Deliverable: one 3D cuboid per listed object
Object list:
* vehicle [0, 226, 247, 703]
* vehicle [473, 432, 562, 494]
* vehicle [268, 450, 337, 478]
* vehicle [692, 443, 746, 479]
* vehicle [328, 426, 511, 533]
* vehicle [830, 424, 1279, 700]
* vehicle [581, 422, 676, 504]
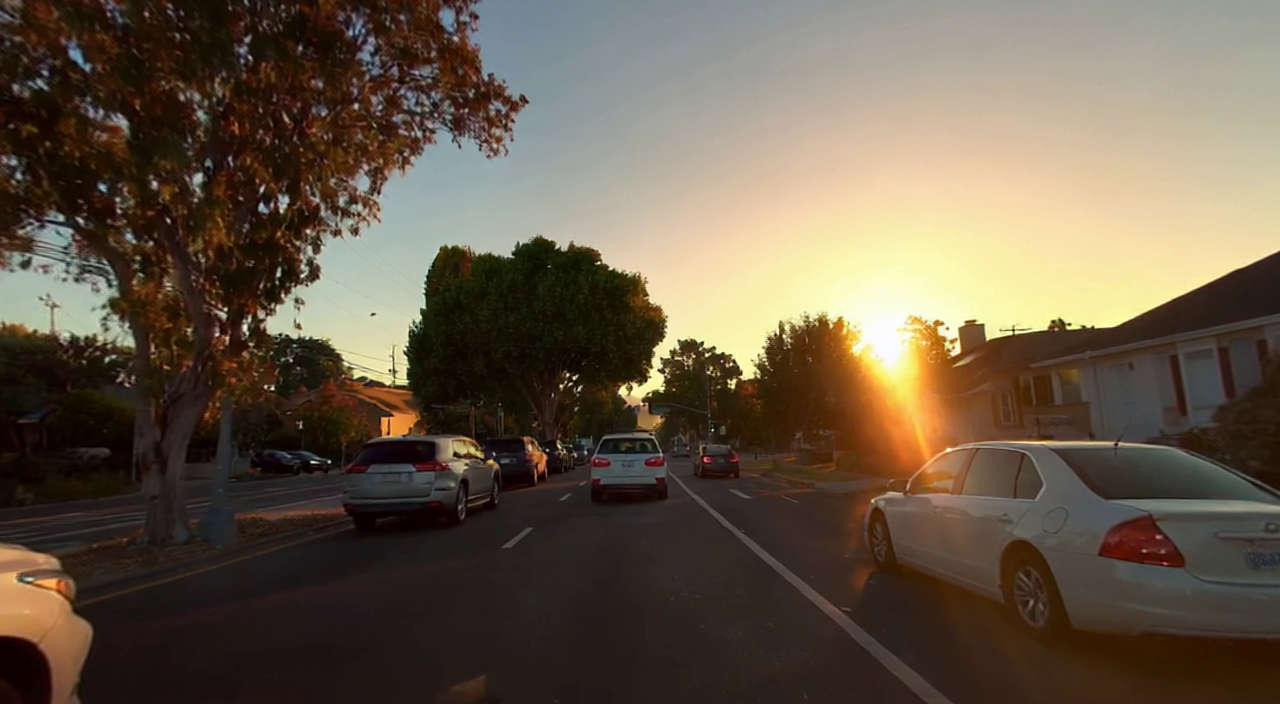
[{"bbox_3d":[-3.330,0.280,0.171,2.354,1.948,6.355,0,-8,0],"label":"vehicle"},{"bbox_3d":[-3.657,3.371,19.627,1.932,1.695,4.150,0,-8,0],"label":"vehicle"},{"bbox_3d":[-22.354,7.404,42.048,2.060,1.643,4.623,0,-8,0],"label":"vehicle"},{"bbox_3d":[3.498,4.888,28.637,1.880,1.476,3.932,0,-8,-1],"label":"vehicle"},{"bbox_3d":[-3.719,2.210,11.599,1.864,1.576,4.324,0,-8,-1],"label":"vehicle"},{"bbox_3d":[3.477,1.477,5.800,1.977,1.480,4.589,0,-8,-1],"label":"vehicle"},{"bbox_3d":[-0.288,2.857,16.648,2.164,1.867,4.254,0,-8,-1],"label":"vehicle"}]
